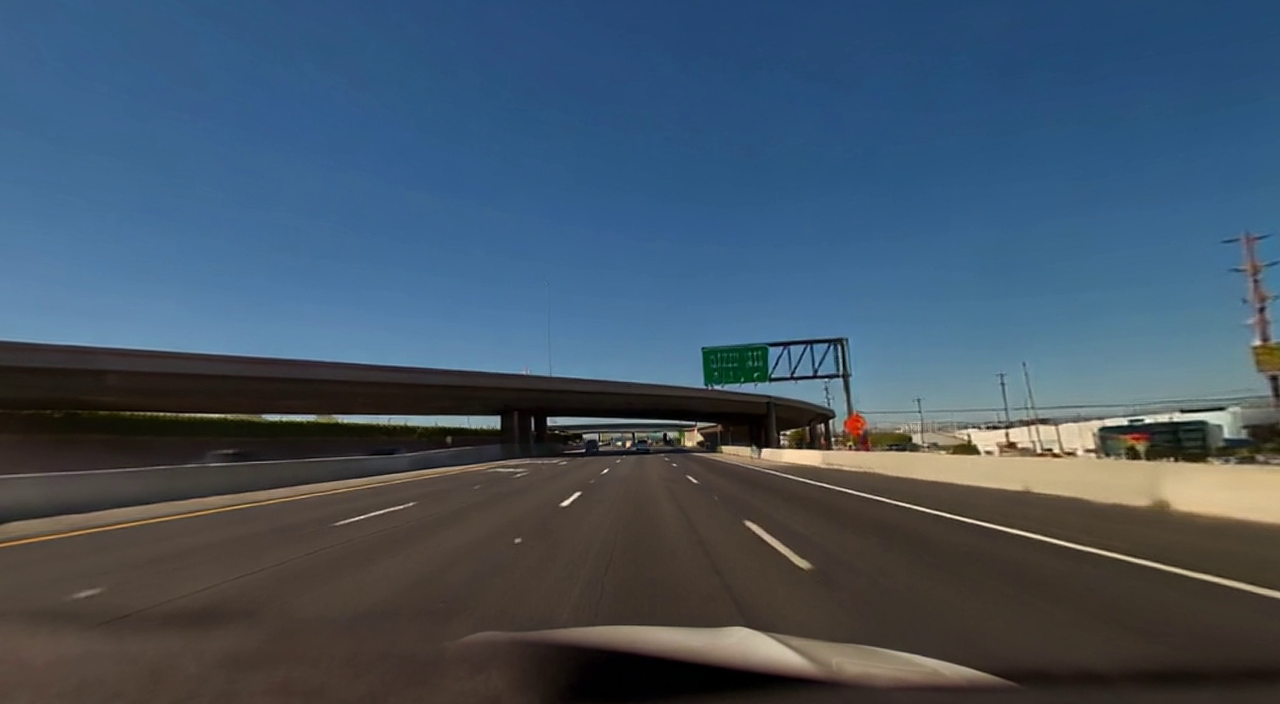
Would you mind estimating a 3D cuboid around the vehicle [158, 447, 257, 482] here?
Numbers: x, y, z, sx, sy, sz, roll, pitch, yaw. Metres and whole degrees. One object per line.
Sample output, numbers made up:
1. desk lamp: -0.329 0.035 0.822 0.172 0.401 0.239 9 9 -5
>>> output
1. vehicle: -24.000 6.213 35.292 2.082 1.771 4.818 0 -8 0
